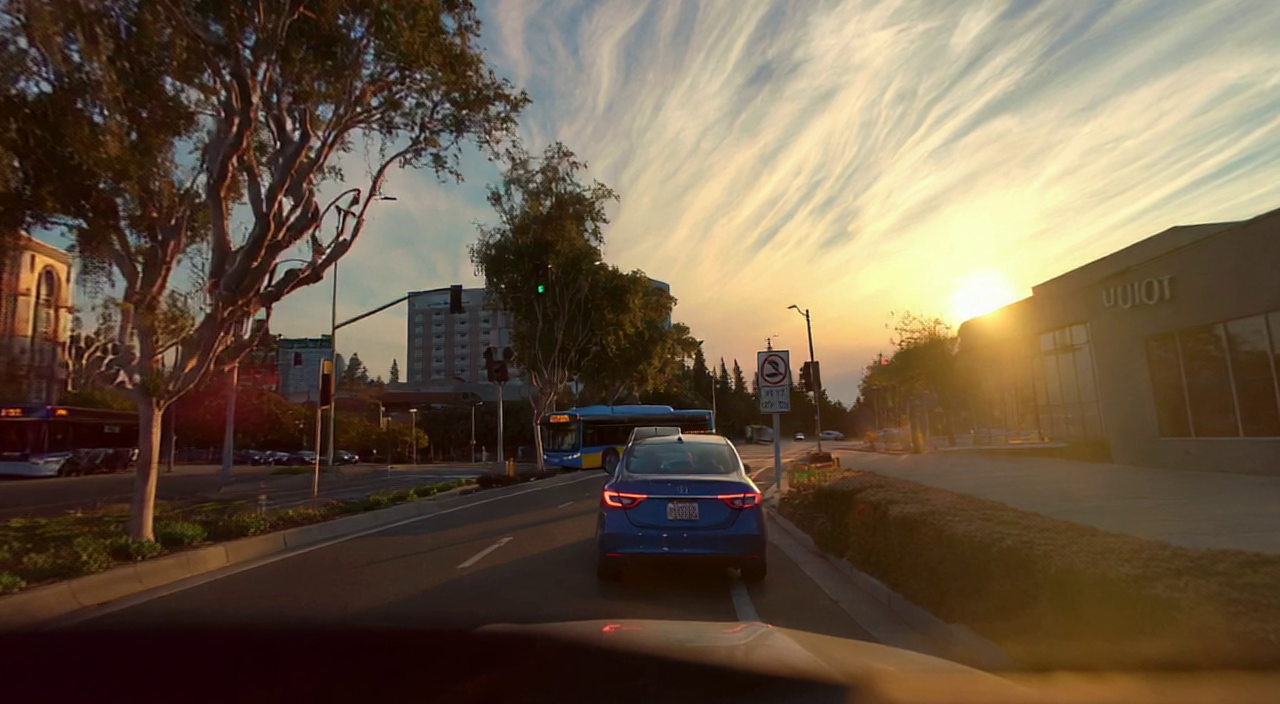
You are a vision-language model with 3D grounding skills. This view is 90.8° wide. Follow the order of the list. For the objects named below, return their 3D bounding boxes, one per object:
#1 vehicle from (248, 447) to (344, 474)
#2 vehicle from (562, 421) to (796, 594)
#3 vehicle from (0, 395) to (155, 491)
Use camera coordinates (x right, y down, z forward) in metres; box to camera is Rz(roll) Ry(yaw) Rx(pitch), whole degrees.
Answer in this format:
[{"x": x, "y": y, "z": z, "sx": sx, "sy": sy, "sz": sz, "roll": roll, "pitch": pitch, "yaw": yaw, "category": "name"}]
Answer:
[{"x": -20.330, "y": 6.388, "z": 37.609, "sx": 1.883, "sy": 1.461, "sz": 4.830, "roll": -4, "pitch": -9, "yaw": 23, "category": "vehicle"}, {"x": 0.372, "y": 1.627, "z": 7.406, "sx": 2.006, "sy": 1.470, "sz": 3.799, "roll": 0, "pitch": -8, "yaw": 1, "category": "vehicle"}, {"x": -25.945, "y": 3.652, "z": 25.346, "sx": 2.692, "sy": 3.685, "sz": 10.153, "roll": -3, "pitch": -9, "yaw": 20, "category": "vehicle"}]
